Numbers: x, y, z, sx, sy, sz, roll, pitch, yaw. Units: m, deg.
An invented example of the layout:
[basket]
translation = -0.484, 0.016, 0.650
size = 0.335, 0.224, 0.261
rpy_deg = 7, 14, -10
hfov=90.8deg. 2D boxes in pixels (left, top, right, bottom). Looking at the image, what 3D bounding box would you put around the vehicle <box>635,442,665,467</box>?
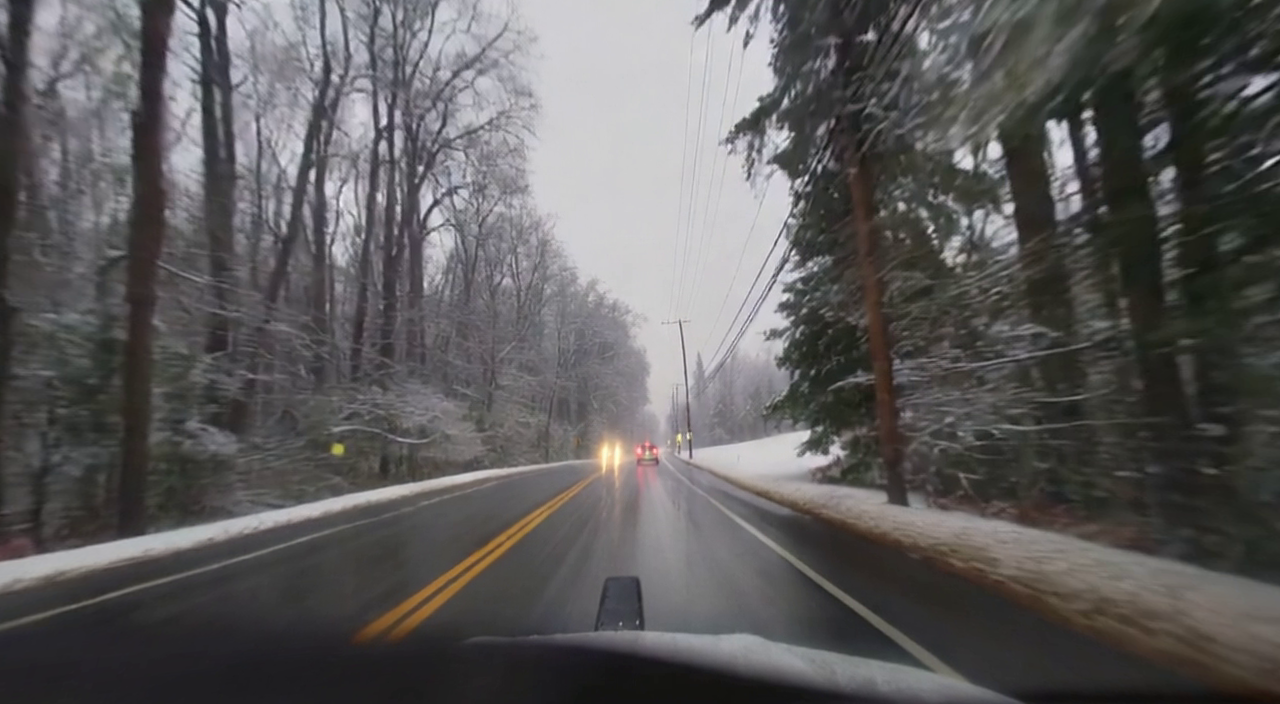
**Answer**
[vehicle]
translation = 0.688, 7.532, 46.566
size = 2.083, 1.767, 4.448
rpy_deg = -1, -9, 0
